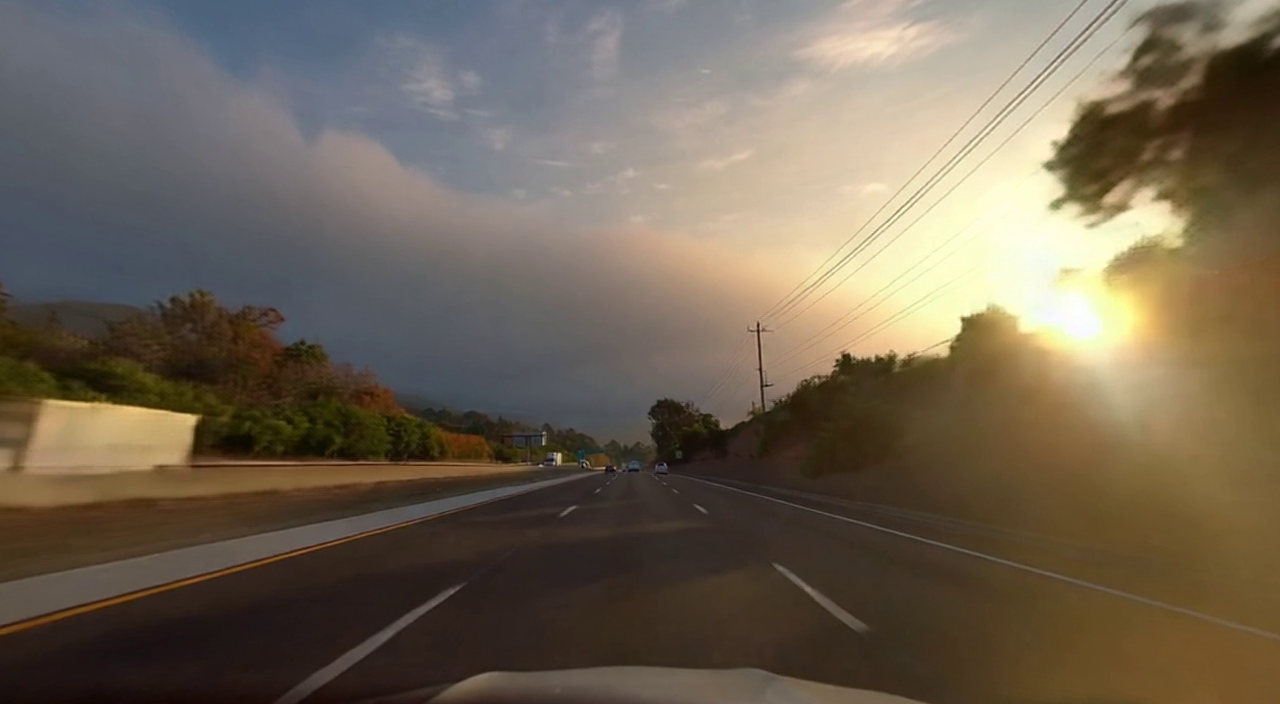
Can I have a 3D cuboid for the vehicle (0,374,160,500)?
[{"bbox_3d":[-16.909,2.267,16.683,2.713,3.016,6.960,2,-10,0],"label":"vehicle"}]
